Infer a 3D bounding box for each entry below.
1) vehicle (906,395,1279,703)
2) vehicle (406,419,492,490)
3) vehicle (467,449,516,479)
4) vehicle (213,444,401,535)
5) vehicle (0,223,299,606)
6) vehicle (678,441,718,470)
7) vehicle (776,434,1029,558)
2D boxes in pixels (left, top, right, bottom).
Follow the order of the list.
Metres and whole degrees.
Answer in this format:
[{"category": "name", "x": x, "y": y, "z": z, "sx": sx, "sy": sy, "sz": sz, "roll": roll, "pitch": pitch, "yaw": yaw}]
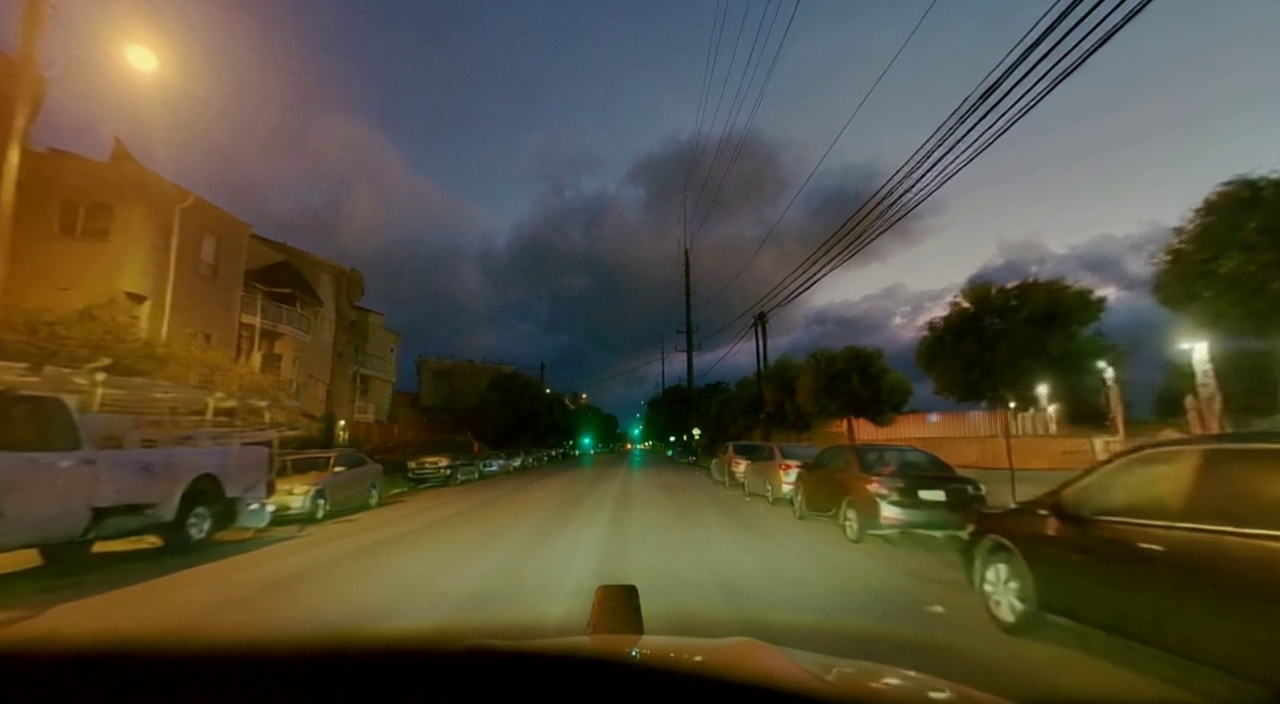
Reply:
[{"category": "vehicle", "x": 3.377, "y": 1.035, "z": 2.959, "sx": 2.057, "sy": 1.554, "sz": 4.905, "roll": 0, "pitch": -9, "yaw": -1}, {"category": "vehicle", "x": -7.172, "y": 3.885, "z": 24.182, "sx": 1.889, "sy": 2.463, "sz": 4.142, "roll": 0, "pitch": -9, "yaw": 1}, {"category": "vehicle", "x": -7.819, "y": 5.903, "z": 33.577, "sx": 1.873, "sy": 1.437, "sz": 4.068, "roll": -1, "pitch": -8, "yaw": -4}, {"category": "vehicle", "x": -7.272, "y": 2.968, "z": 14.443, "sx": 1.894, "sy": 1.585, "sz": 4.514, "roll": -3, "pitch": -8, "yaw": 0}, {"category": "vehicle", "x": -7.484, "y": 0.894, "z": 7.653, "sx": 2.901, "sy": 3.610, "sz": 6.707, "roll": -3, "pitch": -9, "yaw": 1}, {"category": "vehicle", "x": 3.537, "y": 6.403, "z": 39.342, "sx": 2.095, "sy": 1.694, "sz": 4.592, "roll": 0, "pitch": -8, "yaw": 1}, {"category": "vehicle", "x": 3.801, "y": 2.169, "z": 10.367, "sx": 2.022, "sy": 1.521, "sz": 4.933, "roll": 0, "pitch": -9, "yaw": 0}]
